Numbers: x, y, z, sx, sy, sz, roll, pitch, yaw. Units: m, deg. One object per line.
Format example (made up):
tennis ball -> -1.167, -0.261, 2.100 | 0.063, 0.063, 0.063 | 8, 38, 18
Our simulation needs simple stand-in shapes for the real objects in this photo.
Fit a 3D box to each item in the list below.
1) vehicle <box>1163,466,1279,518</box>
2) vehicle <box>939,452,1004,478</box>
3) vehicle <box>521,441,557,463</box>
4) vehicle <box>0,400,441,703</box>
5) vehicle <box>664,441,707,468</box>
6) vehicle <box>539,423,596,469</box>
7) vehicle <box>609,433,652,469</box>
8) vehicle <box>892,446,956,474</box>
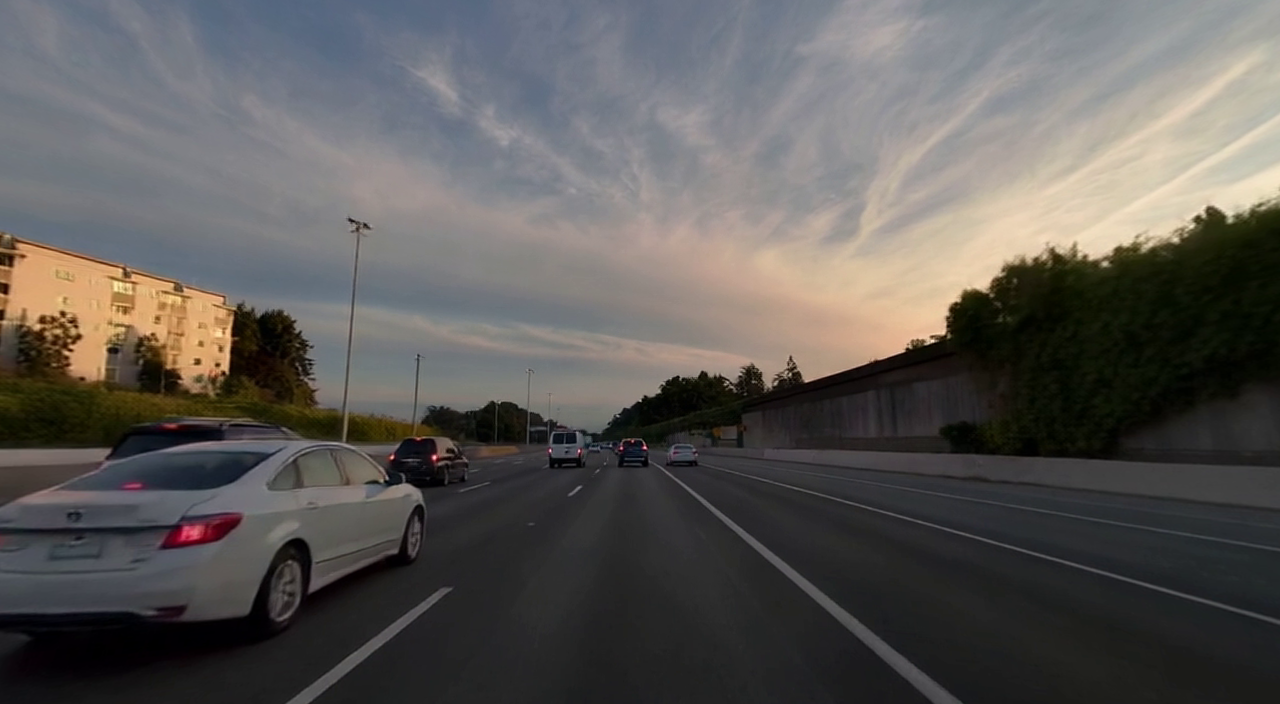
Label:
vehicle -> 20.957, 4.748, 21.704 | 1.896, 1.474, 4.502 | 0, -9, -1
vehicle -> 20.818, 7.114, 39.768 | 1.789, 1.531, 3.983 | 1, -9, -2
vehicle -> -7.264, 7.217, 45.573 | 1.902, 1.470, 3.851 | 0, -9, 0
vehicle -> -3.320, 1.306, 5.157 | 1.963, 1.507, 4.172 | 0, -9, 1
vehicle -> 2.701, 6.205, 38.309 | 2.127, 1.513, 4.501 | 0, -9, -2
vehicle -> -3.828, 5.178, 34.663 | 2.504, 2.276, 5.933 | 0, -9, -1
vehicle -> -0.512, 5.460, 34.776 | 2.207, 1.807, 4.199 | 0, -9, -1
vehicle -> 20.685, 7.848, 46.073 | 2.083, 1.873, 5.209 | 0, -9, -2
